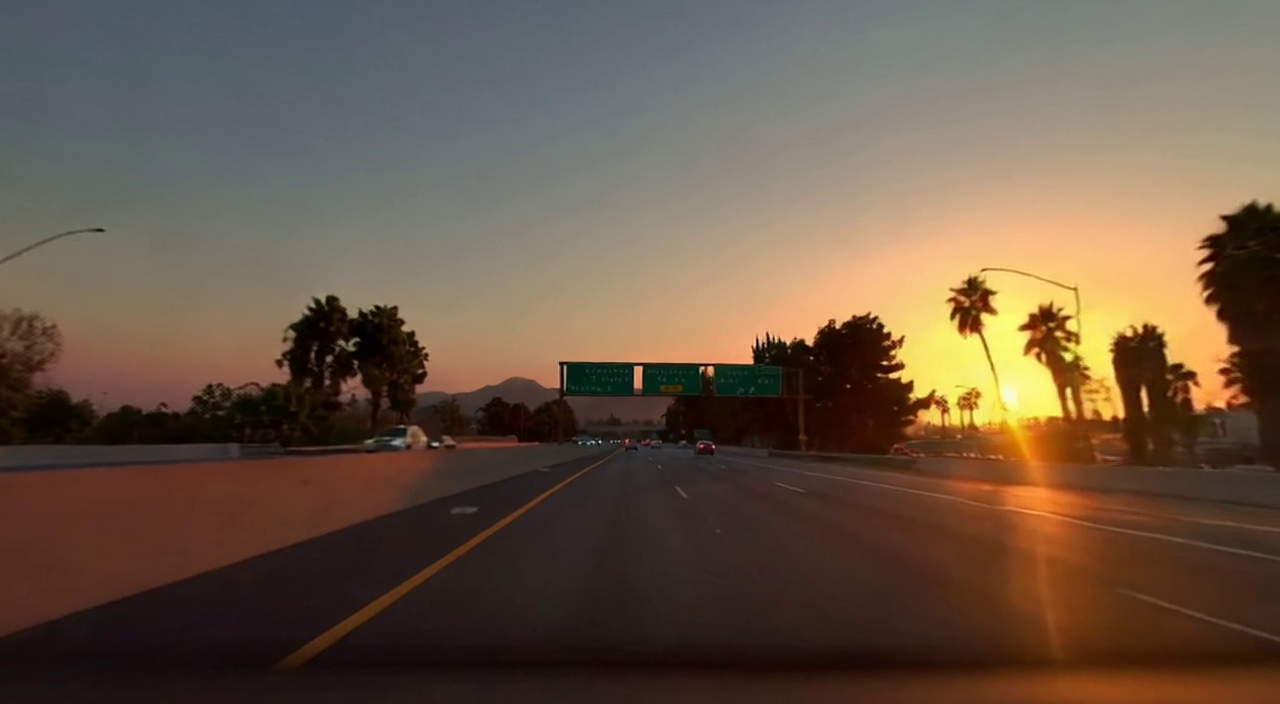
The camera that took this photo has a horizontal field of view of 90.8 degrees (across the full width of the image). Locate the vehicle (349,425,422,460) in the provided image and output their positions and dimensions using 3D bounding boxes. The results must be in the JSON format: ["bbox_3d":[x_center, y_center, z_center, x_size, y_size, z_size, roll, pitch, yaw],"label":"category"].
[{"bbox_3d":[-13.407,4.818,33.622,2.006,1.695,4.512,0,-8,-1],"label":"vehicle"}]
